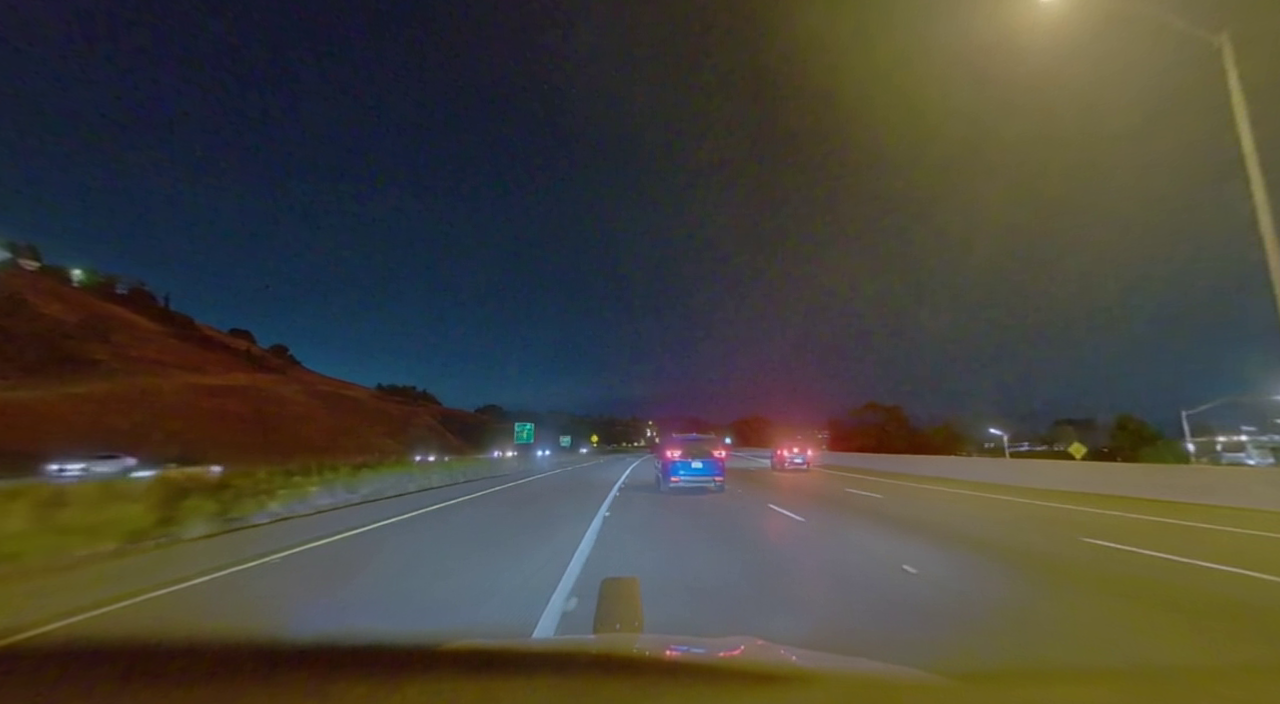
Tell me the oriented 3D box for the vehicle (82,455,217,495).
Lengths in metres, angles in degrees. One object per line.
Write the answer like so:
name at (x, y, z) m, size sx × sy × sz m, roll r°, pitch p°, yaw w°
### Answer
vehicle at (-20.313, 5.076, 26.366) m, size 1.869 × 1.454 × 4.622 m, roll 0°, pitch -8°, yaw 1°

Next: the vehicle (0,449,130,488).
vehicle at (-27.422, 5.461, 29.992) m, size 1.910 × 1.651 × 5.041 m, roll 0°, pitch -8°, yaw 1°

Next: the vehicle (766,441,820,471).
vehicle at (9.153, 6.236, 38.027) m, size 2.043 × 1.714 × 4.453 m, roll 0°, pitch -8°, yaw -1°

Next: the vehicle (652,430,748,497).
vehicle at (1.625, 3.288, 18.937) m, size 2.318 × 1.766 × 4.587 m, roll 0°, pitch -8°, yaw -1°
